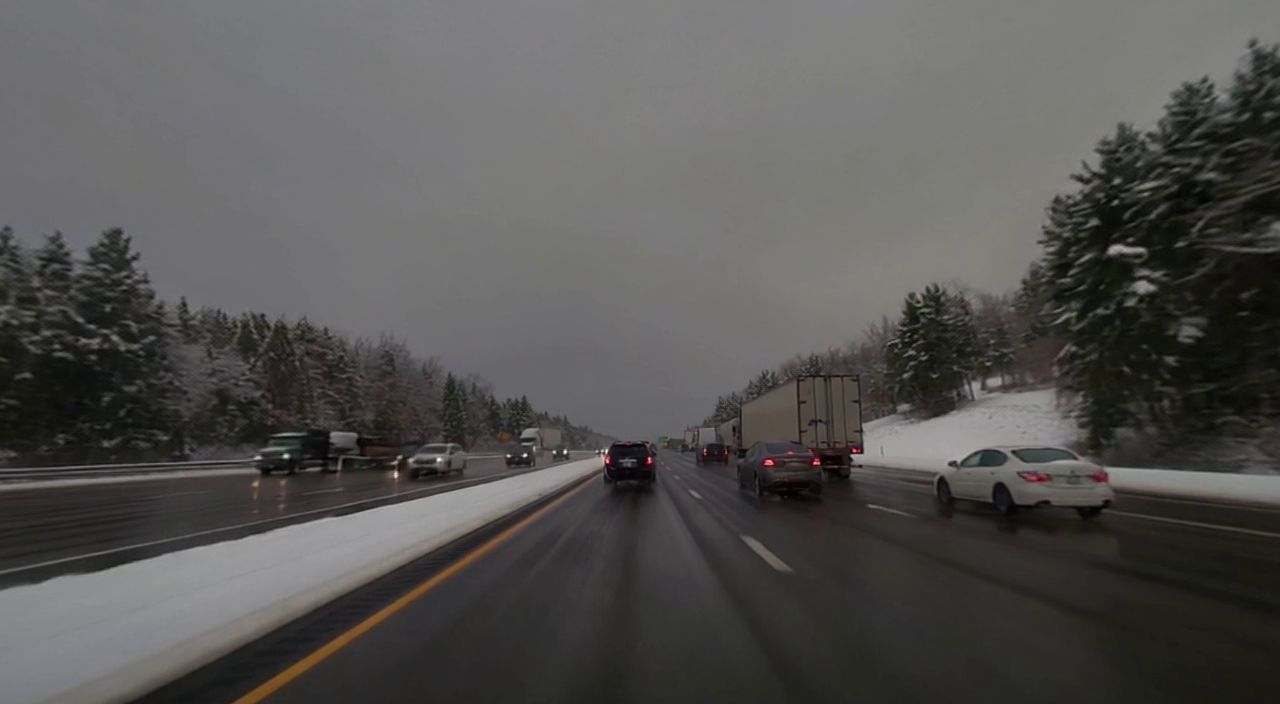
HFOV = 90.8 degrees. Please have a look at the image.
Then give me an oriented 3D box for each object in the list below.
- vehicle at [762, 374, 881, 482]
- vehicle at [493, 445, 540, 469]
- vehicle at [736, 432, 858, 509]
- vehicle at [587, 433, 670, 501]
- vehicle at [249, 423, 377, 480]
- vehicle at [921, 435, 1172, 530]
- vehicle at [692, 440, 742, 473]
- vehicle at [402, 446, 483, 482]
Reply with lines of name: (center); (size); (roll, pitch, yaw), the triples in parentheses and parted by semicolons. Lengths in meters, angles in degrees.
vehicle: (7.673, 3.501, 28.164); (2.823, 4.063, 8.485); (0, -9, 1)
vehicle: (-7.974, 6.829, 41.193); (2.106, 1.494, 4.170); (0, -9, 1)
vehicle: (3.621, 2.817, 15.348); (1.920, 1.594, 3.867); (0, -9, -1)
vehicle: (-0.251, 3.086, 17.231); (2.023, 1.618, 3.628); (0, -9, 1)
vehicle: (-16.131, 5.022, 31.857); (2.537, 2.511, 7.298); (0, -9, 0)
vehicle: (7.336, 2.385, 12.051); (1.951, 1.467, 4.173); (0, -9, -1)
vehicle: (4.049, 5.591, 33.825); (2.150, 1.632, 4.260); (0, -9, 0)
vehicle: (-8.795, 5.034, 28.538); (2.053, 1.476, 4.544); (-1, -9, 2)
